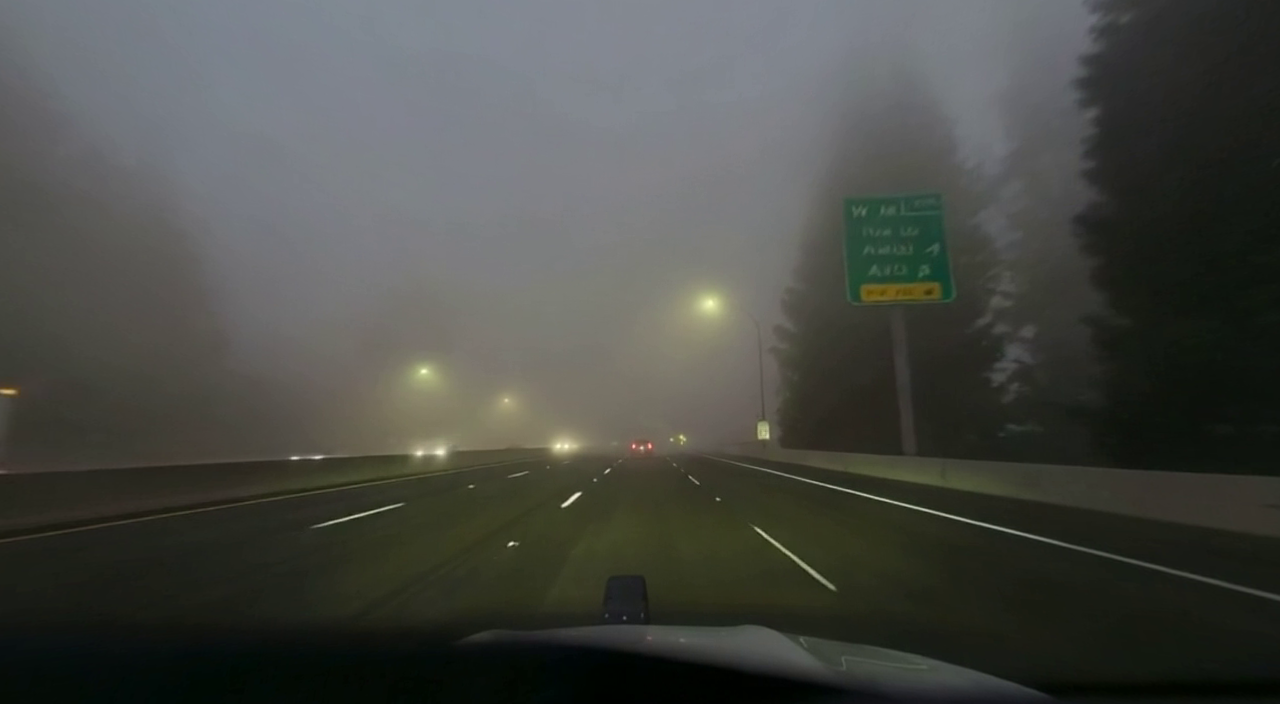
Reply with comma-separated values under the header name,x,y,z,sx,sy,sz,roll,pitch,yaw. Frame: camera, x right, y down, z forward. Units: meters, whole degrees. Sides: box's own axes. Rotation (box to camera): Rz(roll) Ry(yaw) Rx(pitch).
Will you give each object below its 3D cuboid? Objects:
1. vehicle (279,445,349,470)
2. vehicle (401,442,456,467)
name,x,y,z,sx,sy,sz,roll,pitch,yaw
vehicle,-20.930,6.783,40.737,1.903,1.518,4.877,0,-8,1
vehicle,-13.612,6.625,40.851,1.923,1.478,4.503,0,-8,1
